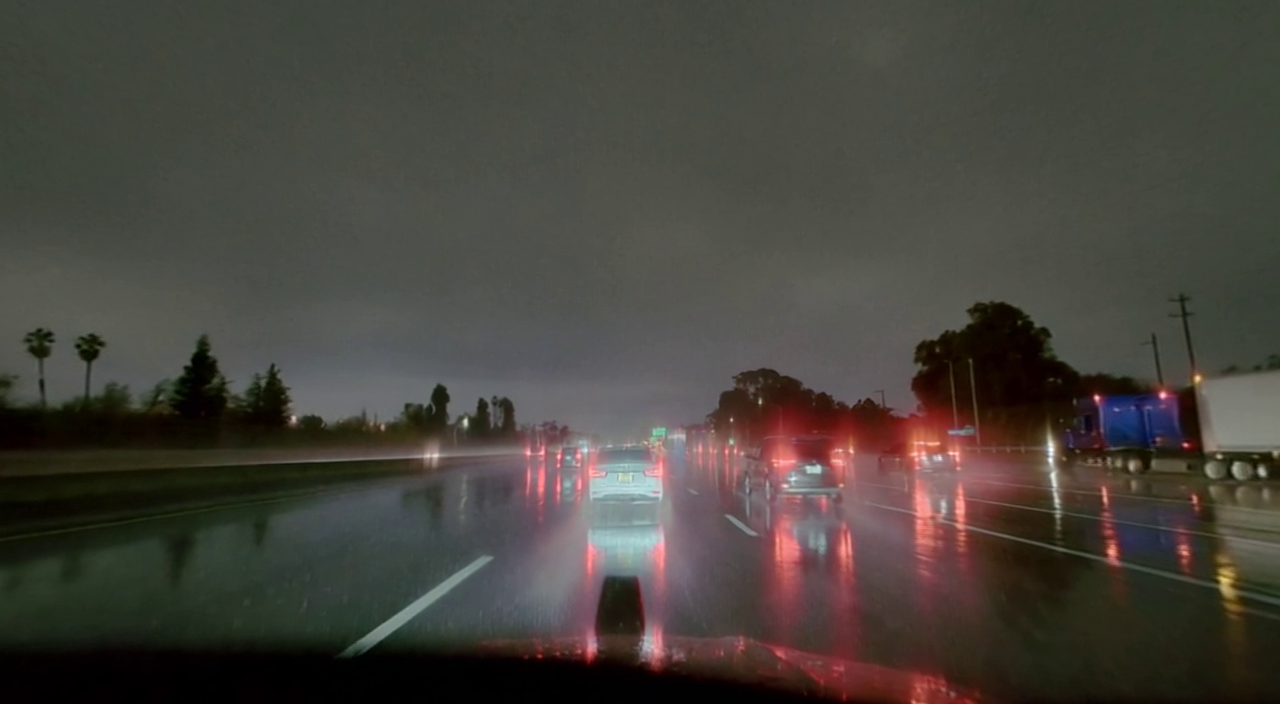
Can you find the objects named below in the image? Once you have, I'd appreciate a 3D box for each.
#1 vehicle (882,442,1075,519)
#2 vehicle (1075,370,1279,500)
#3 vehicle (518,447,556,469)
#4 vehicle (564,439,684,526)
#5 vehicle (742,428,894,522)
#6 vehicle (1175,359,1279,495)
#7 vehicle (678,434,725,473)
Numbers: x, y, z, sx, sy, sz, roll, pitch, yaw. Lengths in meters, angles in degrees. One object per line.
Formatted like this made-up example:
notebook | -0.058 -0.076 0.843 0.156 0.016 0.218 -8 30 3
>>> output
vehicle | 7.606 2.911 14.802 2.021 1.505 4.480 0 -9 0
vehicle | 20.109 3.051 22.489 3.061 3.869 7.169 2 -9 -10
vehicle | -7.734 8.027 47.680 2.032 1.549 4.850 0 -9 1
vehicle | -0.243 2.640 13.278 2.132 1.499 4.038 0 -9 1
vehicle | 3.554 2.543 13.483 2.053 1.666 4.106 0 -9 0
vehicle | 21.364 1.989 17.198 2.970 4.079 10.086 3 -9 -14
vehicle | 3.847 6.495 40.577 2.440 2.313 5.266 0 -9 0
